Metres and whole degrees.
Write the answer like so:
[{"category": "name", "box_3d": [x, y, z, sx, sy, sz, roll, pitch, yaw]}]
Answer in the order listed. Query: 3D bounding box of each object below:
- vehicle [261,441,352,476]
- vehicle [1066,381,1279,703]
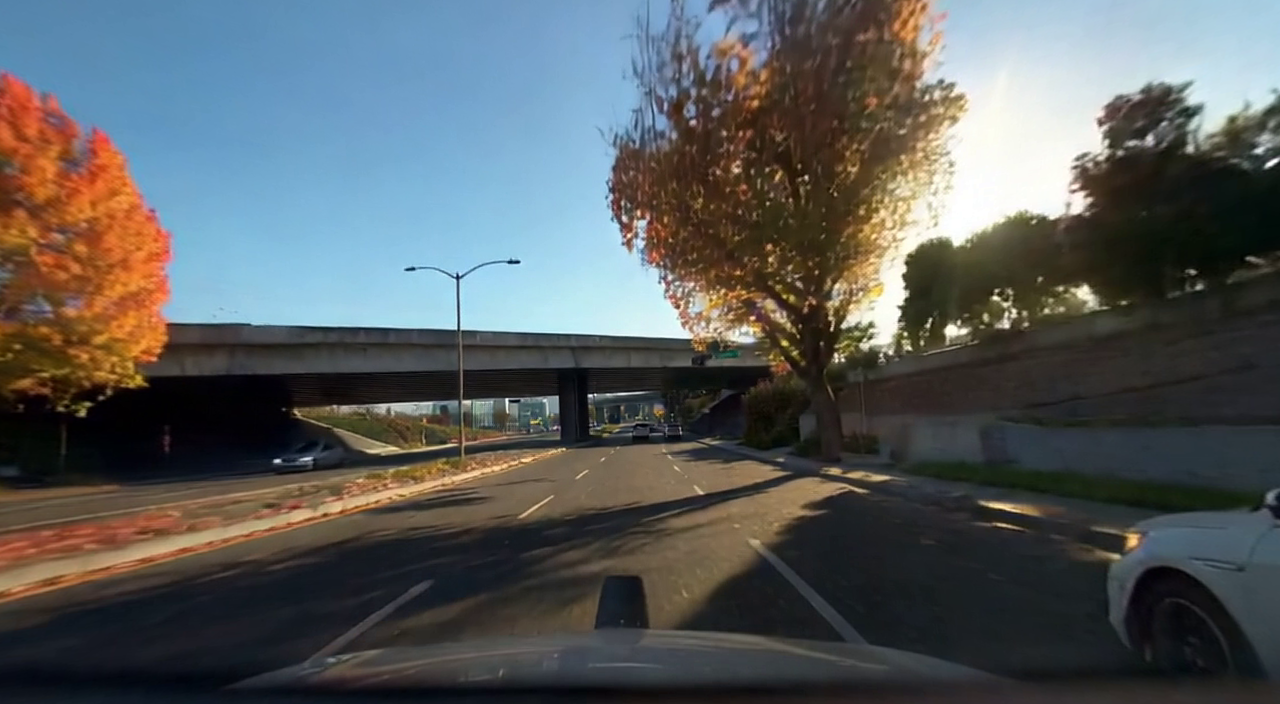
[{"category": "vehicle", "box_3d": [-15.645, 5.004, 29.817, 1.907, 1.488, 4.286, 0, -8, 1]}, {"category": "vehicle", "box_3d": [3.635, 0.745, 1.569, 2.063, 1.542, 4.420, 0, -8, 1]}]
